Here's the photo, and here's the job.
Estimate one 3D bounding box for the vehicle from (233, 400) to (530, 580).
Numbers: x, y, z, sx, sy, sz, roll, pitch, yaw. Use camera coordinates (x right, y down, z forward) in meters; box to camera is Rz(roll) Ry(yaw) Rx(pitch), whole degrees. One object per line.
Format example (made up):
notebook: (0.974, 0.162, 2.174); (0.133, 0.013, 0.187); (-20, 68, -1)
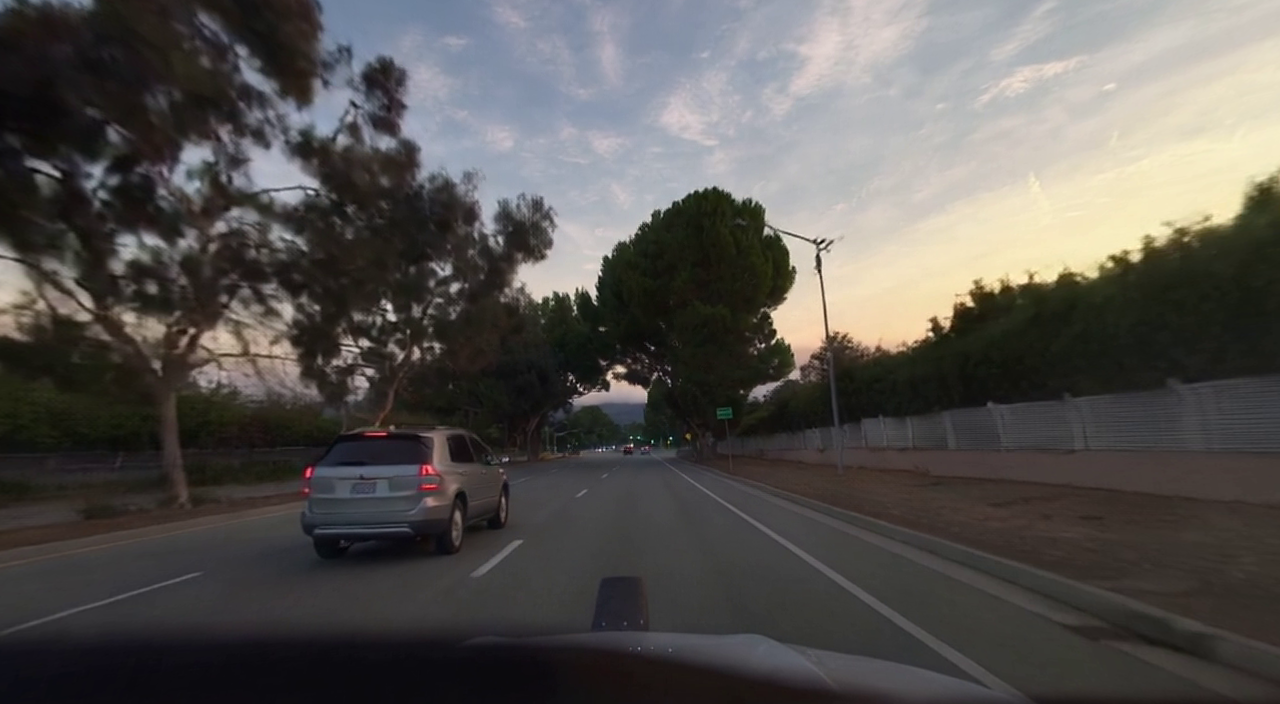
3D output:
vehicle: (-3.106, 1.774, 8.968); (2.160, 1.855, 4.695); (0, -8, 1)
